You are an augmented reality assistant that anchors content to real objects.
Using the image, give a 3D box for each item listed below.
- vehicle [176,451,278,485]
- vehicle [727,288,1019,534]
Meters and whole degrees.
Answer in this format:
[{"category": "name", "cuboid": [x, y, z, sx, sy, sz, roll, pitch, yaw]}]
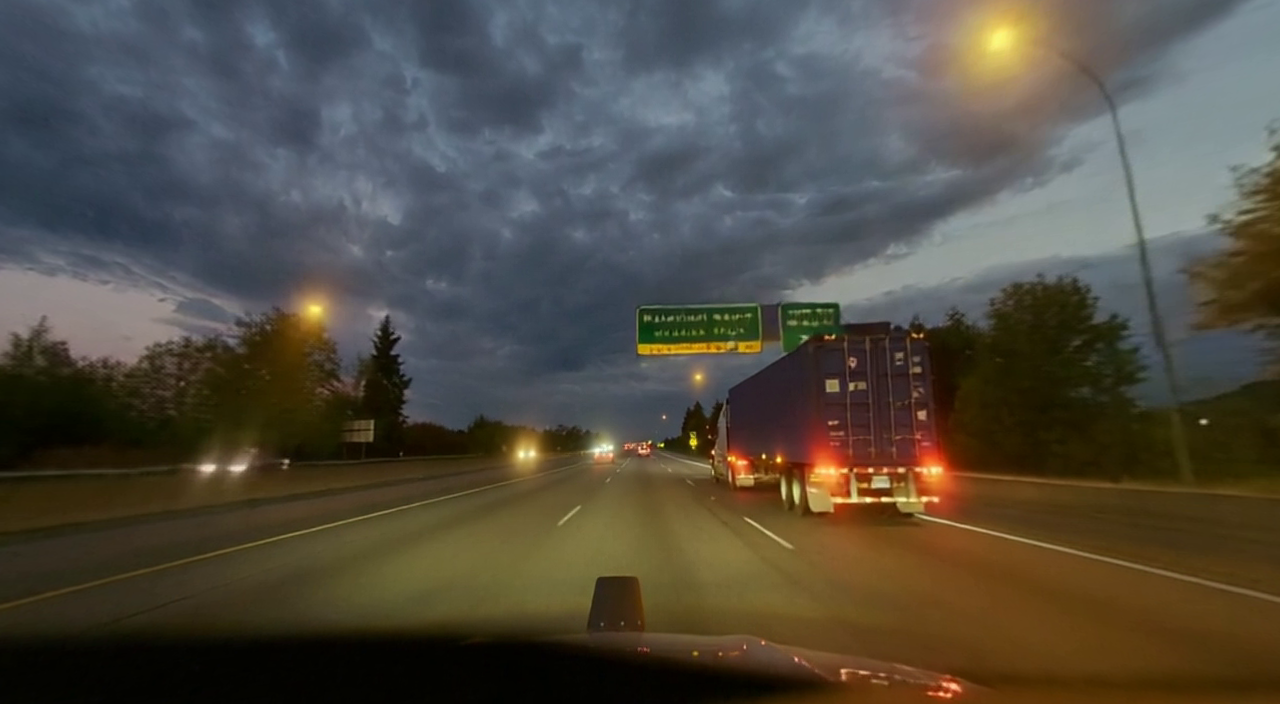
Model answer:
[{"category": "vehicle", "cuboid": [-19.818, 5.545, 30.511, 1.934, 1.490, 4.366, 0, -9, 0]}, {"category": "vehicle", "cuboid": [4.662, 1.923, 16.802, 2.821, 4.046, 12.876, 0, -9, 0]}]
